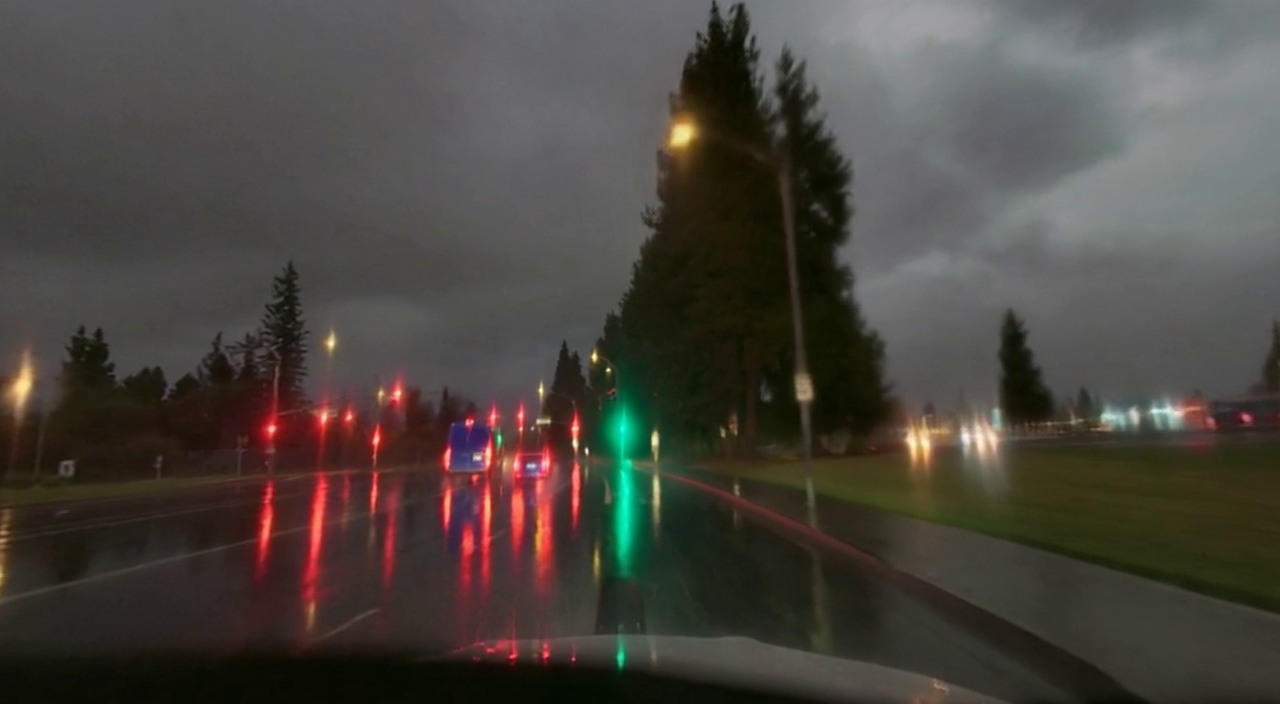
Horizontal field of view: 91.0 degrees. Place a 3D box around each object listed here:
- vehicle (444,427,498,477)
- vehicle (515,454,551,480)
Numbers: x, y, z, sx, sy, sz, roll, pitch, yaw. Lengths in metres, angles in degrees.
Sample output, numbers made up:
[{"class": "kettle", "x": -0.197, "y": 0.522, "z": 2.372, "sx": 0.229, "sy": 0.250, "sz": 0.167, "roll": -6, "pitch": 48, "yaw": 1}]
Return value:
[{"class": "vehicle", "x": -10.698, "y": 6.399, "z": 40.376, "sx": 2.461, "sy": 2.889, "sz": 6.776, "roll": 2, "pitch": -9, "yaw": -8}, {"class": "vehicle", "x": -6.553, "y": 7.057, "z": 38.930, "sx": 2.019, "sy": 1.485, "sz": 4.565, "roll": 2, "pitch": -9, "yaw": -8}]
